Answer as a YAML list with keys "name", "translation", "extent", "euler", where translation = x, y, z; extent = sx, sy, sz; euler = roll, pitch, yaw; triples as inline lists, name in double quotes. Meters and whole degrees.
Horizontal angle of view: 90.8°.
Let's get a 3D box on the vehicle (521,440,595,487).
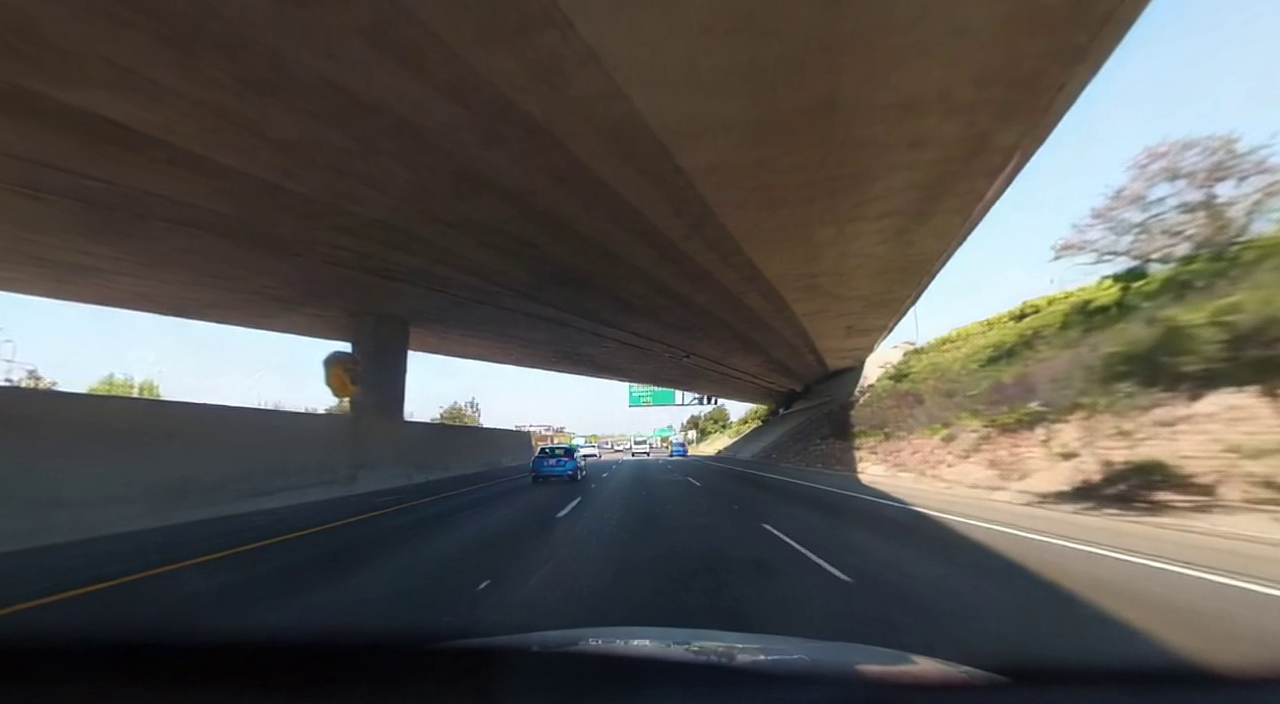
- name: "vehicle"
  translation: [-2.897, 4.059, 23.351]
  extent: [2.029, 1.557, 4.570]
  euler: [0, -9, 1]
